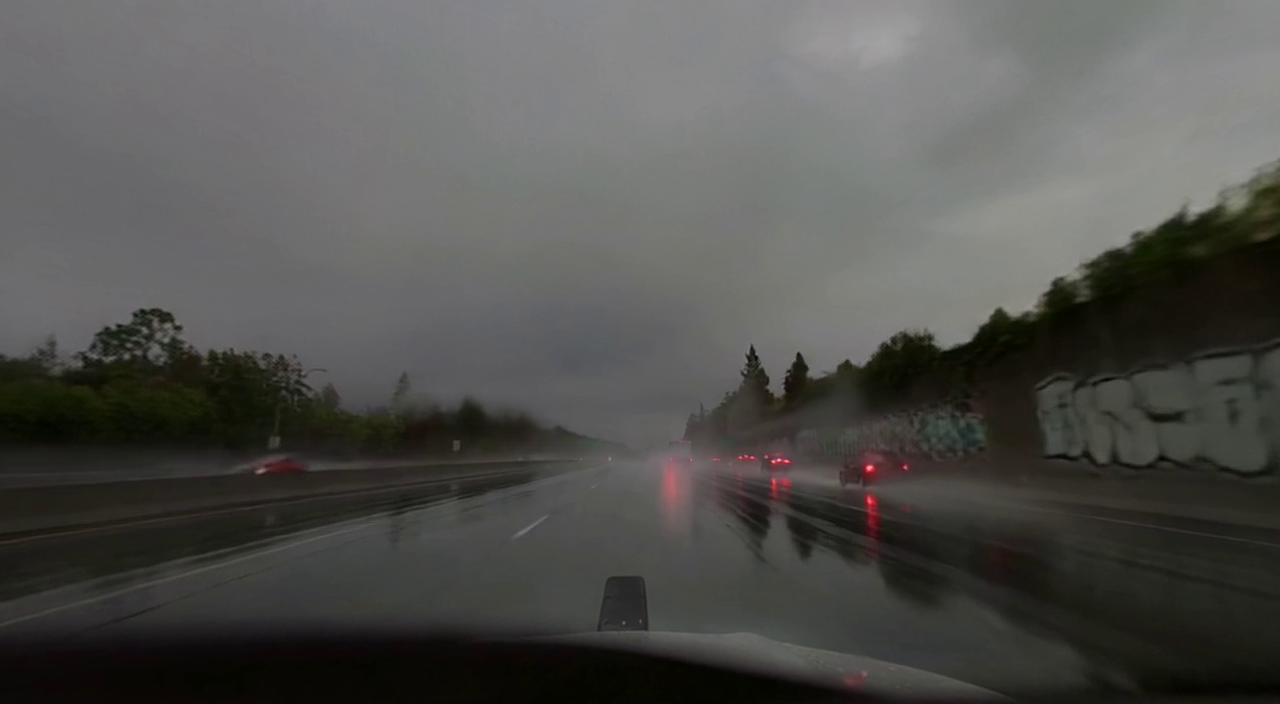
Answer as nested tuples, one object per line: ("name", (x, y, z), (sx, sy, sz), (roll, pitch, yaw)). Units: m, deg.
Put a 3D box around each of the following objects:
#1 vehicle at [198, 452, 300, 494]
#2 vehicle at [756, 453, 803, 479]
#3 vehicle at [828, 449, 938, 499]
("vehicle", (-15.692, 4.828, 25.507), (1.782, 1.545, 3.556), (0, -9, 1))
("vehicle", (8.296, 6.814, 37.947), (1.842, 1.475, 4.479), (0, -9, 0))
("vehicle", (8.036, 4.045, 21.339), (1.907, 1.495, 4.517), (0, -9, 0))
